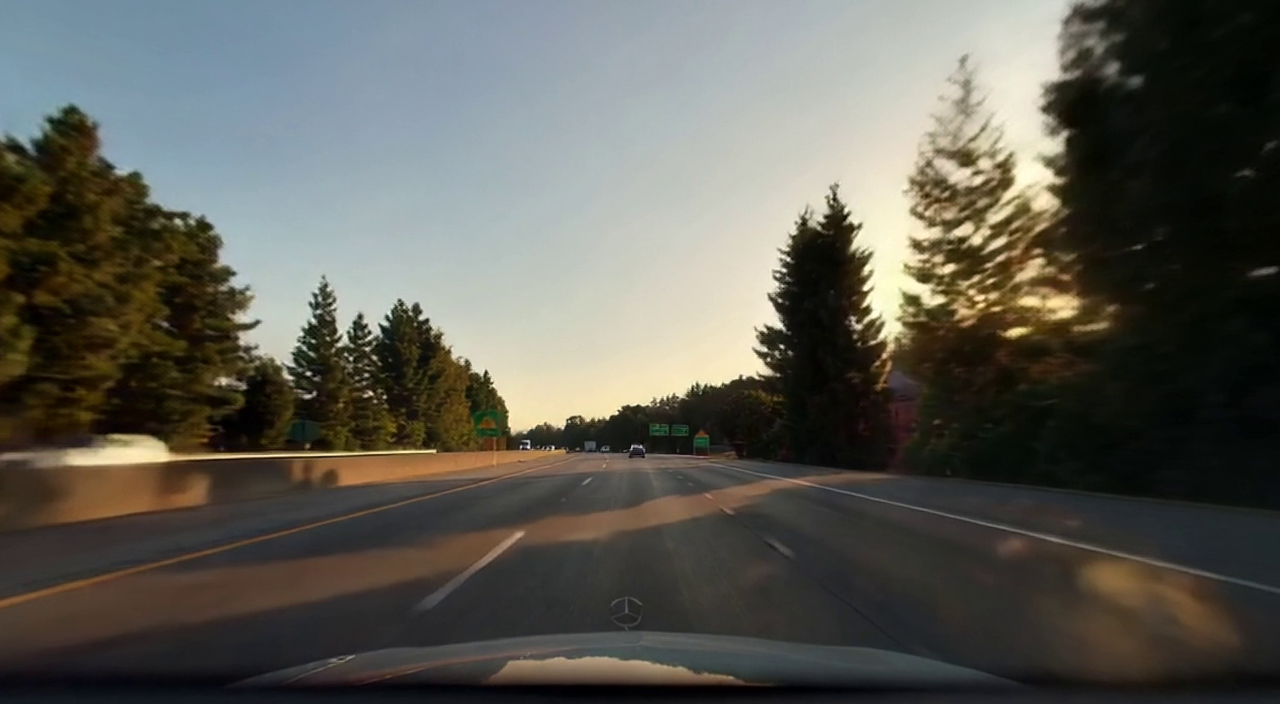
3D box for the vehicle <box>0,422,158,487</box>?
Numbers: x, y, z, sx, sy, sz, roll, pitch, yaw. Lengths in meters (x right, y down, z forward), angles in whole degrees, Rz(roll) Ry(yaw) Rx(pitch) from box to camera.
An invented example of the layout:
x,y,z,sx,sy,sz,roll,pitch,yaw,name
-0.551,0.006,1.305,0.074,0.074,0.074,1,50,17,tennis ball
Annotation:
x,y,z,sx,sy,sz,roll,pitch,yaw,name
-16.824,2.956,18.352,2.152,1.642,4.393,0,-9,-2,vehicle
